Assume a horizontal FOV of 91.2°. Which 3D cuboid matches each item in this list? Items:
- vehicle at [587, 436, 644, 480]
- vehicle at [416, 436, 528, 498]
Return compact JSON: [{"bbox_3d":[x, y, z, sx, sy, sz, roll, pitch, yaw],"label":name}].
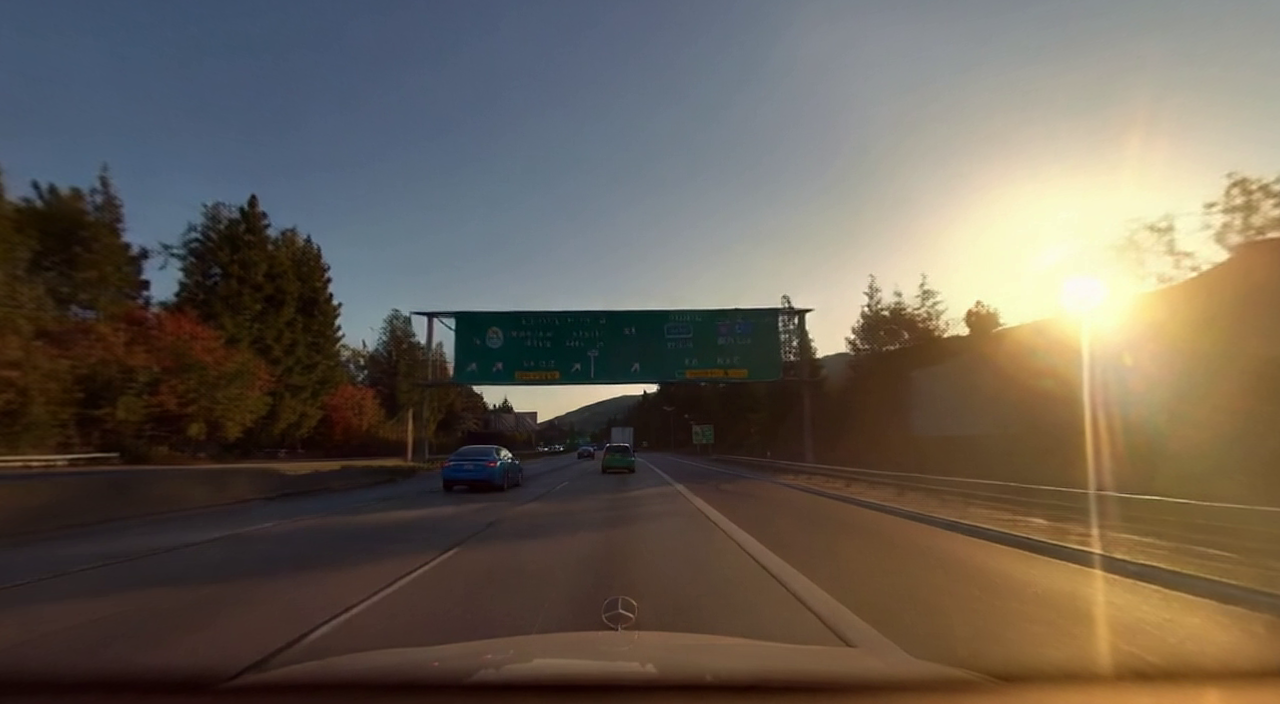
[{"bbox_3d":[-1.007,4.480,26.715,2.220,1.711,4.056,0,-9,-1],"label":"vehicle"},{"bbox_3d":[-4.848,3.384,18.879,2.103,1.588,4.709,-1,-9,0],"label":"vehicle"}]
